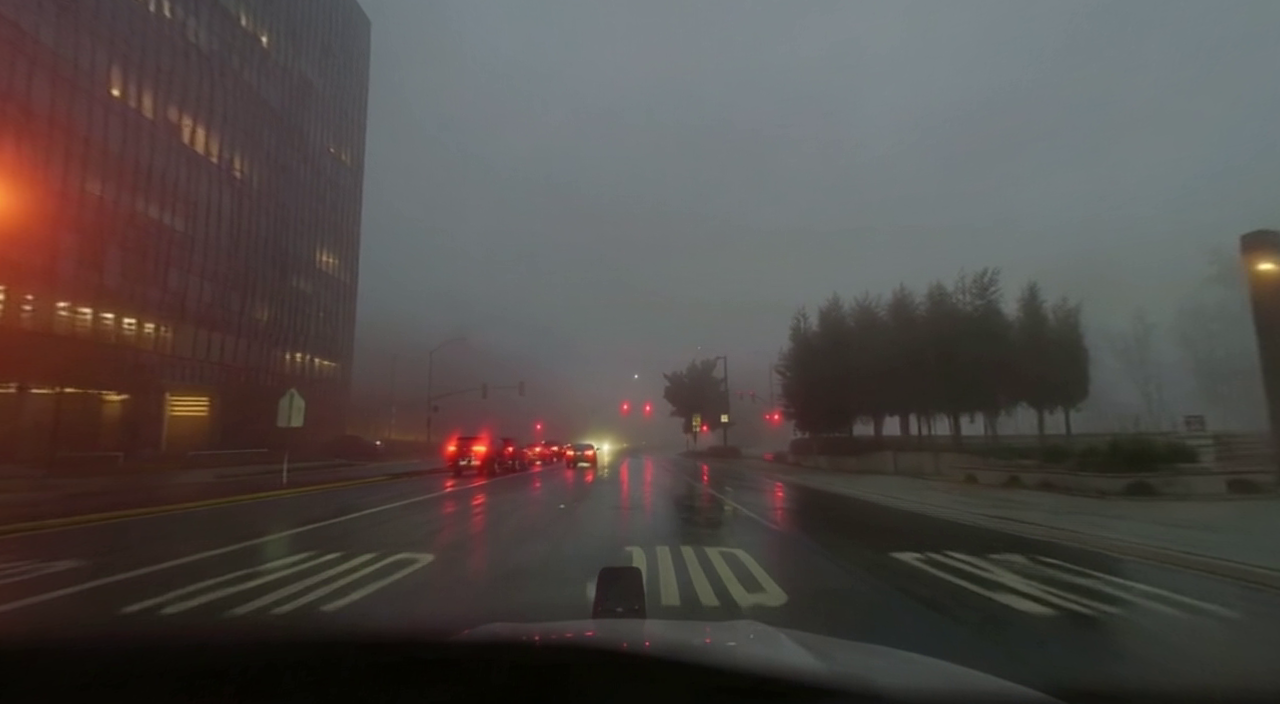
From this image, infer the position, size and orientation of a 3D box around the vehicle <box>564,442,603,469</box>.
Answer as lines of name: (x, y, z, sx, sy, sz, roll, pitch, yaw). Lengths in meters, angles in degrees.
vehicle: (-3.737, 6.962, 42.649, 2.181, 1.706, 4.334, 0, -9, 1)

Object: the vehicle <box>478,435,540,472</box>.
vehicle: (-7.139, 5.622, 34.934, 2.204, 1.844, 4.766, 0, -9, 2)

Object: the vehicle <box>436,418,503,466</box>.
vehicle: (-12.853, 6.914, 48.181, 2.887, 3.366, 7.454, 0, -9, 1)
